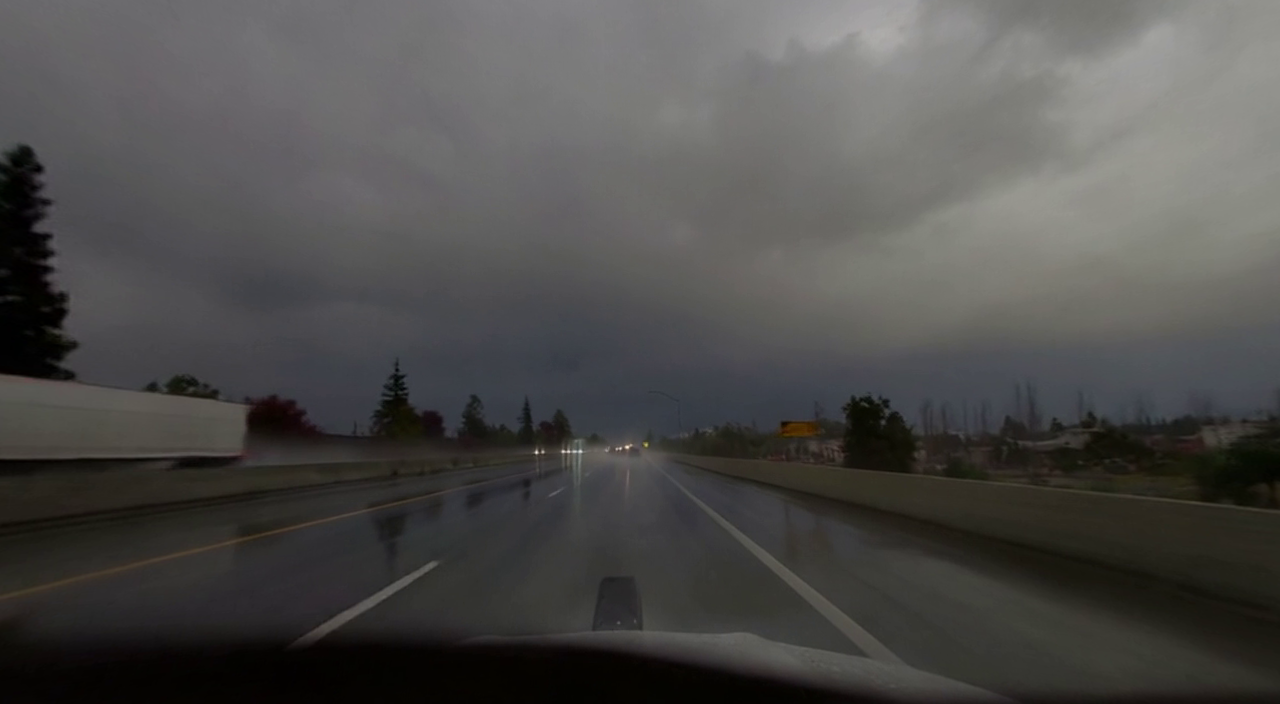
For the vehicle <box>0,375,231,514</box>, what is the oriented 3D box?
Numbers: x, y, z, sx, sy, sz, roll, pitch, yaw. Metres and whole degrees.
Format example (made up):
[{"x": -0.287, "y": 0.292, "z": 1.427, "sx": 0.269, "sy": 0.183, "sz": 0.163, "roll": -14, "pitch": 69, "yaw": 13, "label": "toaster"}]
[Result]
[{"x": -19.667, "y": 3.218, "z": 21.463, "sx": 2.862, "sy": 3.895, "sz": 12.778, "roll": 0, "pitch": -9, "yaw": -1, "label": "vehicle"}]
